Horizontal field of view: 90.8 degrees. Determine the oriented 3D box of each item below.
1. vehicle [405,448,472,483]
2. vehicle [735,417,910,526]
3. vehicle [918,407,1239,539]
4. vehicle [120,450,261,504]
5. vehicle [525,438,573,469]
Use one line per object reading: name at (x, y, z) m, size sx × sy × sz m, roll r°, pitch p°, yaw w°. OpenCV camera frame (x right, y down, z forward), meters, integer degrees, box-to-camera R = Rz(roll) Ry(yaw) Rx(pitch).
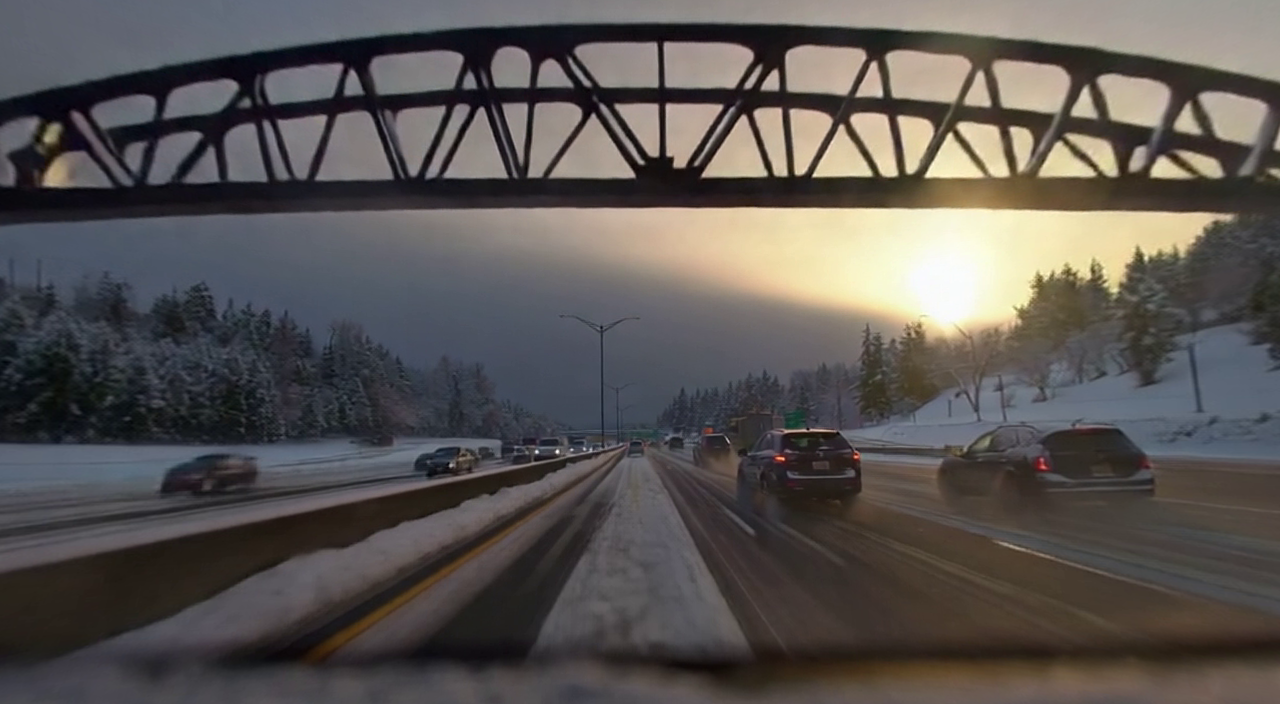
vehicle at (-9.343, 5.246, 29.546) m, size 1.922 × 1.523 × 3.645 m, roll 0°, pitch -8°, yaw 0°
vehicle at (3.218, 2.223, 12.237) m, size 2.059 × 1.711 × 4.302 m, roll 0°, pitch -8°, yaw -1°
vehicle at (7.133, 2.027, 11.205) m, size 2.040 × 1.801 × 4.959 m, roll 0°, pitch -9°, yaw -1°
vehicle at (-16.068, 4.451, 22.942) m, size 1.892 × 1.693 × 4.393 m, roll 0°, pitch -8°, yaw 0°
vehicle at (-6.030, 6.827, 42.687) m, size 2.405 × 1.932 × 5.424 m, roll 0°, pitch -9°, yaw 0°
